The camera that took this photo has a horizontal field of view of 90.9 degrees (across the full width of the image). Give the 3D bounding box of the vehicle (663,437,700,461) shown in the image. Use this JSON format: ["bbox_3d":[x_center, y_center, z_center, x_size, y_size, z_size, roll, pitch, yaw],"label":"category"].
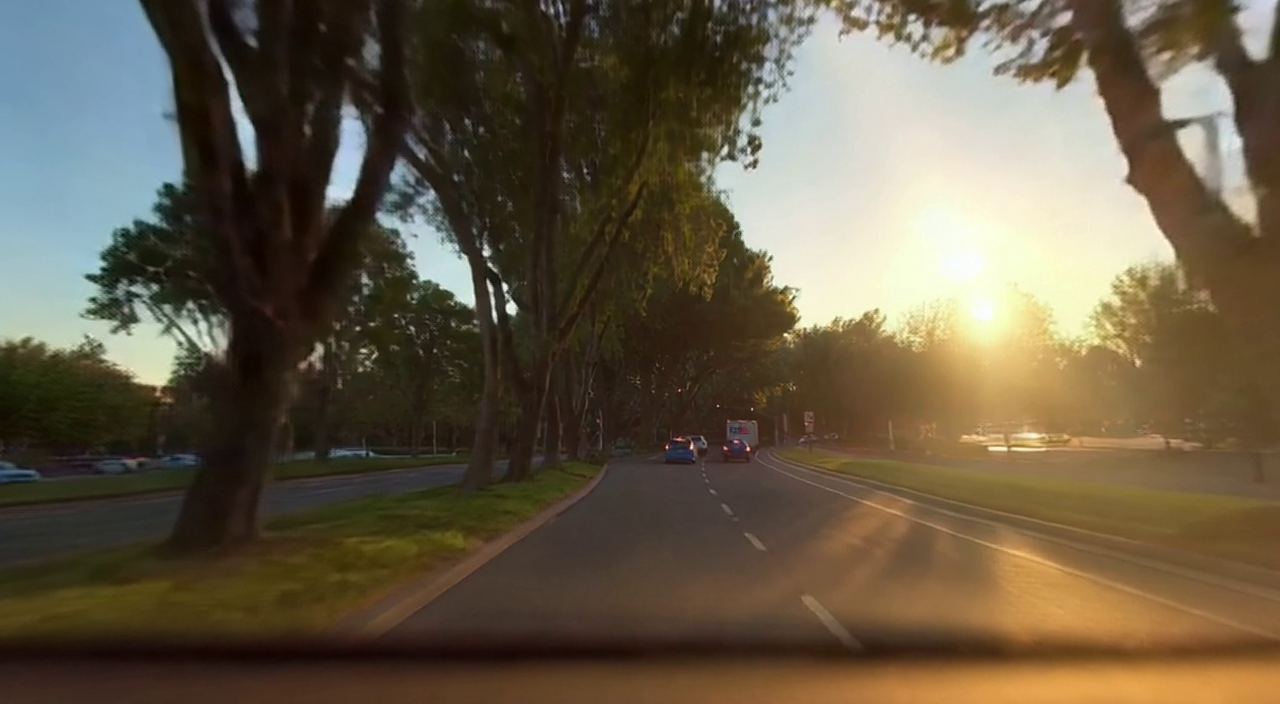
[{"bbox_3d":[2.768,6.291,40.960,2.066,1.482,4.273,-1,-9,8],"label":"vehicle"}]

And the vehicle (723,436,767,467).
[{"bbox_3d":[5.539,5.274,33.618,1.989,1.497,4.436,-1,-9,6],"label":"vehicle"}]
